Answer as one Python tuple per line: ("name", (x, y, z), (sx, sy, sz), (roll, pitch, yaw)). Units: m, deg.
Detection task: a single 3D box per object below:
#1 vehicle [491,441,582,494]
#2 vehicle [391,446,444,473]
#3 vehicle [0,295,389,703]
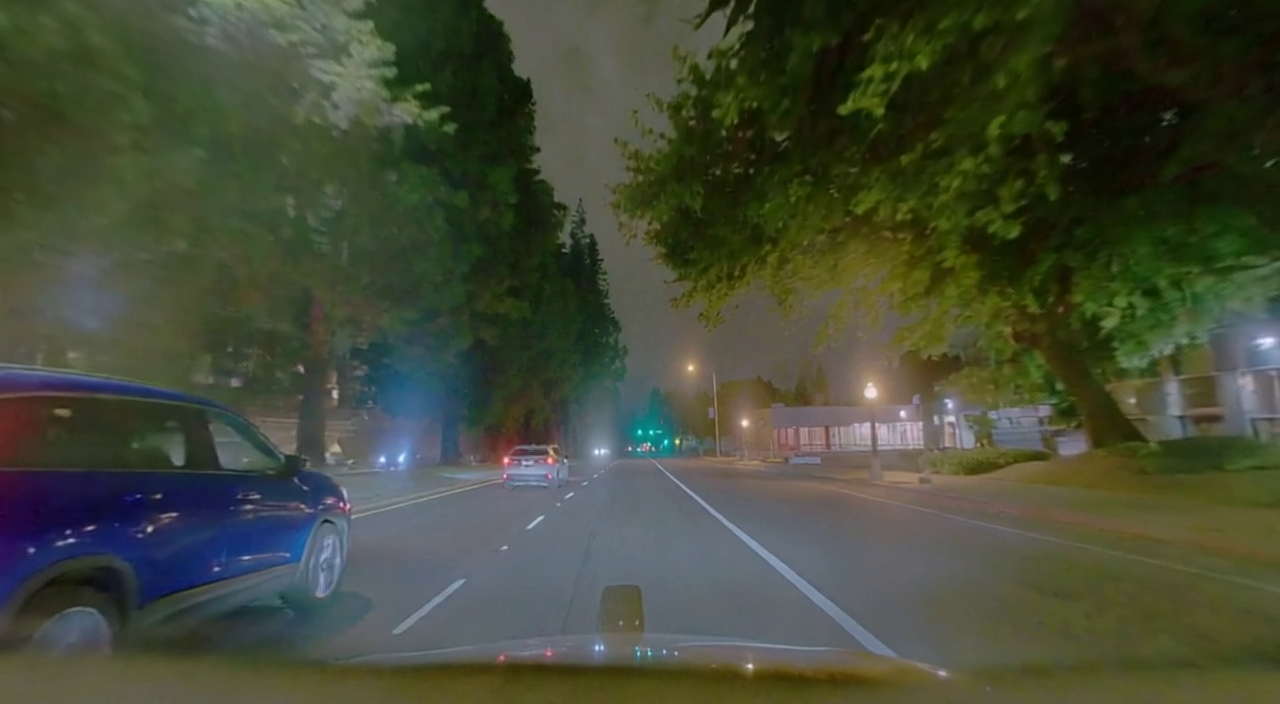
("vehicle", (-3.117, 3.574, 19.988), (2.069, 1.470, 4.601), (0, -9, 0))
("vehicle", (-16.198, 7.837, 46.225), (2.096, 1.803, 4.889), (0, -9, 0))
("vehicle", (-3.351, 0.926, 3.662), (2.042, 1.817, 4.364), (0, -9, -1))
